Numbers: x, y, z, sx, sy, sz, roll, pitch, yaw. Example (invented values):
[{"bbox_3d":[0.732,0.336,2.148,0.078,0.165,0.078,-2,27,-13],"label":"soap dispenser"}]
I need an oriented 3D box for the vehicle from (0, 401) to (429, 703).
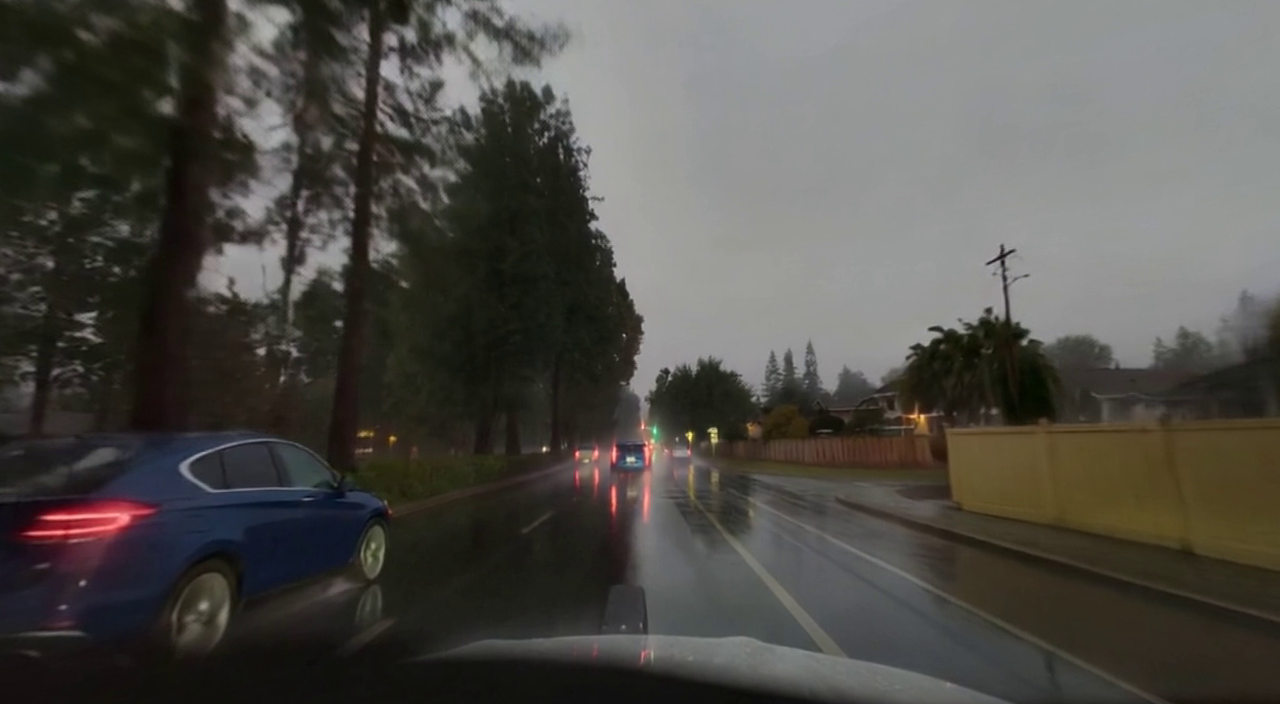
[{"bbox_3d":[-3.615,1.279,4.855,2.105,1.469,4.978,0,-8,2],"label":"vehicle"}]

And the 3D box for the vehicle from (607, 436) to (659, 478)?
[{"bbox_3d":[-0.275,4.763,28.665,2.220,1.742,4.047,0,-8,1],"label":"vehicle"}]

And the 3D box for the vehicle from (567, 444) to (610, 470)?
[{"bbox_3d":[-2.943,6.164,37.017,2.032,1.433,4.458,0,-8,2],"label":"vehicle"}]
